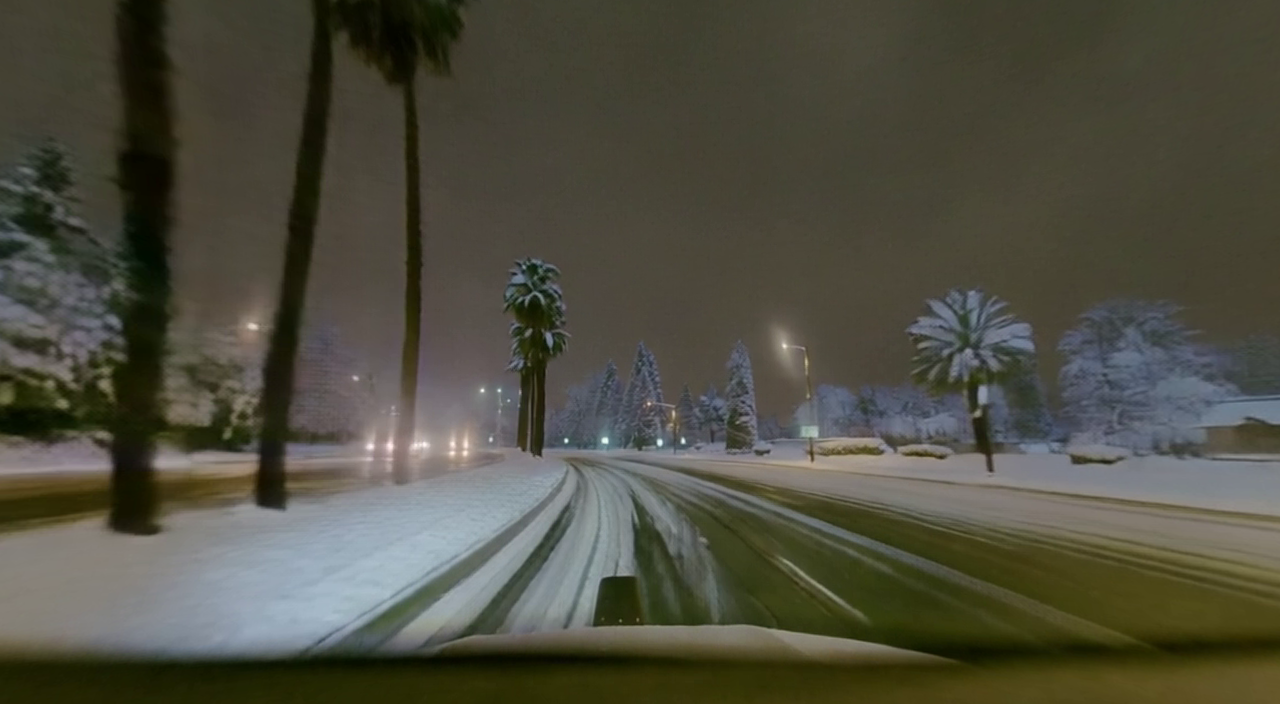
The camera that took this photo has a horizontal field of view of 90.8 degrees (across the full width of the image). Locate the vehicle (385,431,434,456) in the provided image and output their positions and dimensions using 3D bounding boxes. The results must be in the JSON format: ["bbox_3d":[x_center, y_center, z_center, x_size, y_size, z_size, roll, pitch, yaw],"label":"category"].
[{"bbox_3d":[-15.672,6.274,43.188,2.012,1.633,4.505,1,-9,-5],"label":"vehicle"}]

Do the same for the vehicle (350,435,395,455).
[{"bbox_3d":[-20.517,7.183,48.616,1.918,1.465,4.508,1,-9,-6],"label":"vehicle"}]
